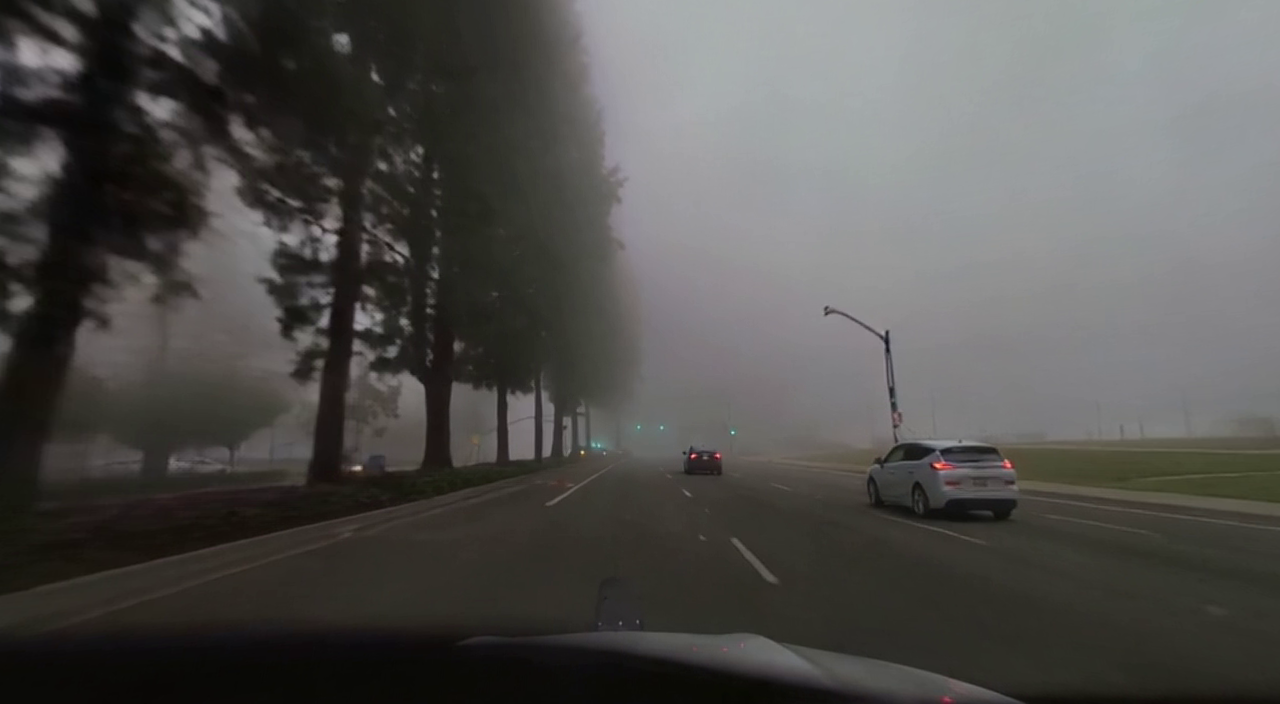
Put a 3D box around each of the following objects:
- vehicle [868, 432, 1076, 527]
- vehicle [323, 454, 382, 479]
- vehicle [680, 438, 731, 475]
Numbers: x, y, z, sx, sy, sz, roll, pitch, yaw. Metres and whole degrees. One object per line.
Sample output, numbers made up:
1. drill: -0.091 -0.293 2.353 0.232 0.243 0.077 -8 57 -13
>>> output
1. vehicle: 6.553 2.546 13.162 2.000 1.618 4.238 0 -9 0
2. vehicle: -20.612 8.230 45.584 1.950 1.604 4.756 0 -9 1
3. vehicle: 3.329 5.470 33.196 2.095 1.759 4.862 0 -9 -1
